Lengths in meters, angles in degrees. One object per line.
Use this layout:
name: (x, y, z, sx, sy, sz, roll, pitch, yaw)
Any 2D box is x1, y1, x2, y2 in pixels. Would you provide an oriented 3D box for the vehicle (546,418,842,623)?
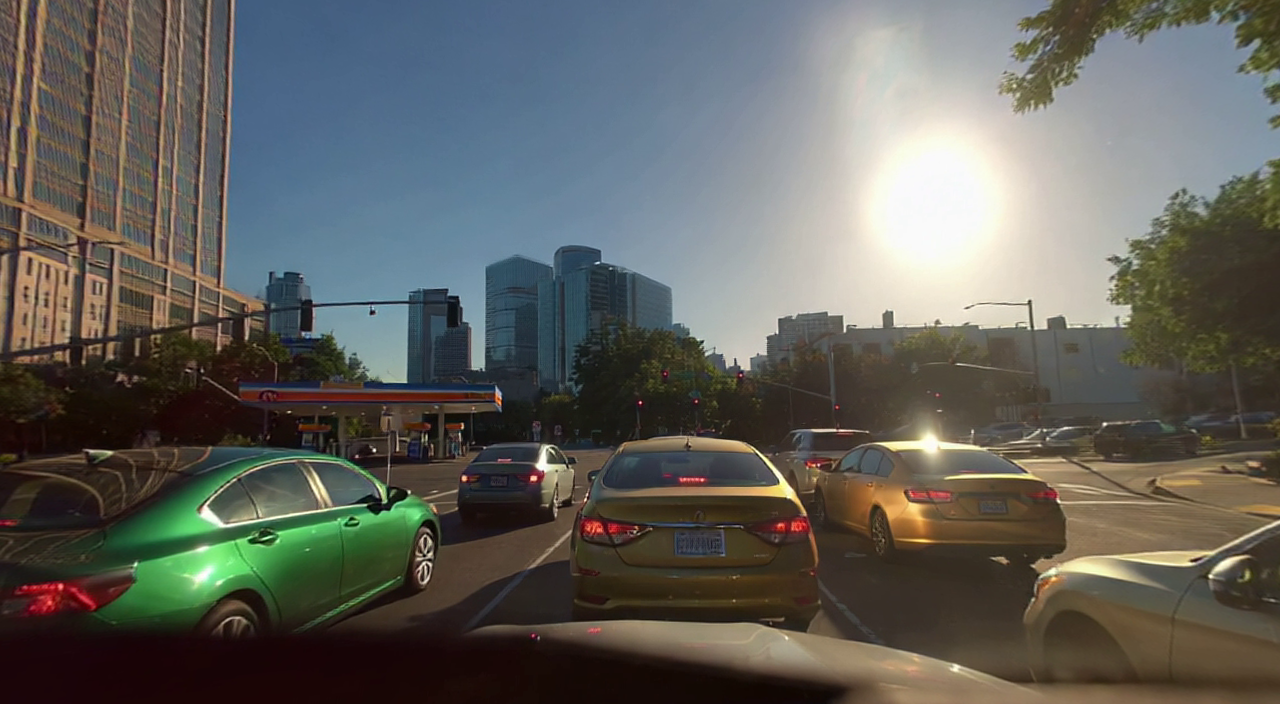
vehicle: (0.348, 1.588, 6.948, 2.220, 1.507, 4.317, 0, -9, -2)

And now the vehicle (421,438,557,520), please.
vehicle: (-3.044, 2.647, 13.706, 1.867, 1.474, 4.237, 0, -9, 1)

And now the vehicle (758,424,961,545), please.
vehicle: (3.405, 2.135, 10.771, 1.947, 1.630, 4.127, 0, -9, 0)

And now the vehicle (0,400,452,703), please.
vehicle: (-3.004, 1.260, 4.615, 1.887, 1.493, 4.255, 0, -9, 1)

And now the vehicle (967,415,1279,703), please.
vehicle: (4.186, 1.132, 3.591, 1.950, 1.497, 4.686, 0, -9, -2)
